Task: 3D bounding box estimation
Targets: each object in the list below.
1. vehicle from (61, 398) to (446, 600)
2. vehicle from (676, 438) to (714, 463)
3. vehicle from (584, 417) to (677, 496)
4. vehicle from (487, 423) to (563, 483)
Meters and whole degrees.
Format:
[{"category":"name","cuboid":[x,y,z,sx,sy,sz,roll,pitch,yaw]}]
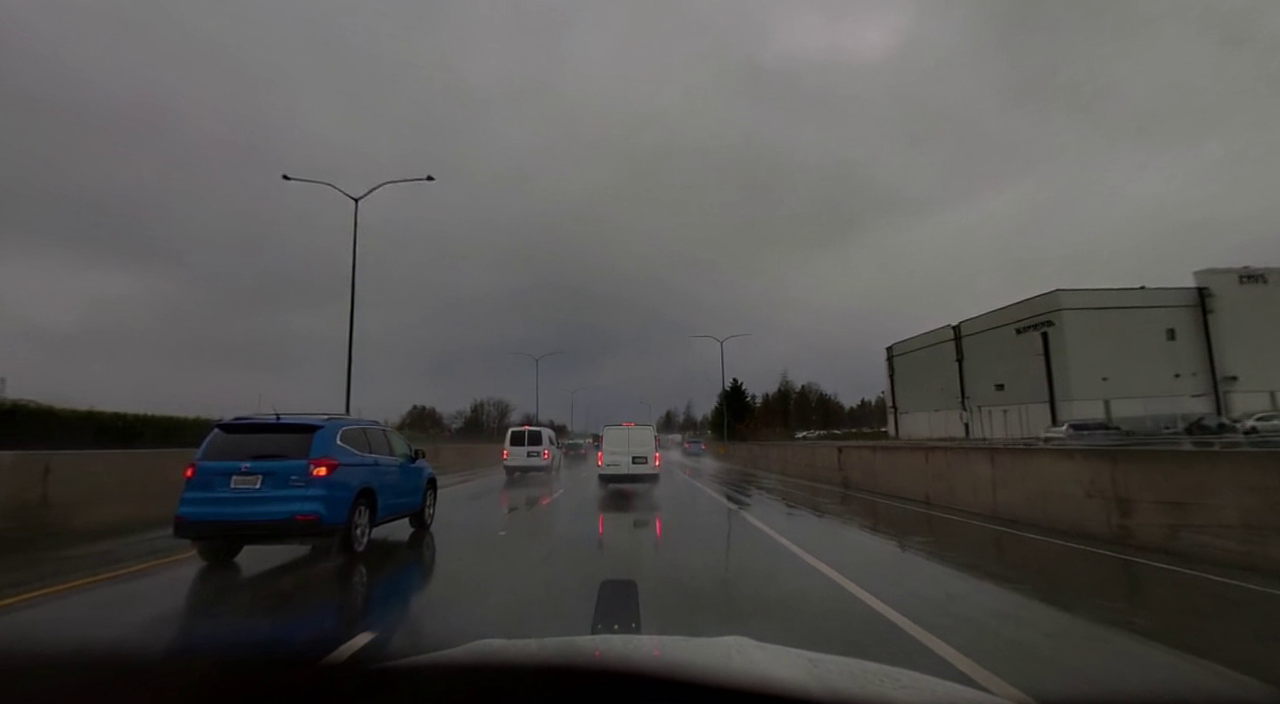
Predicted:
[{"category":"vehicle","cuboid":[-3.992,1.562,7.638,1.972,1.703,4.333,0,-8,-1]},{"category":"vehicle","cuboid":[3.600,6.490,41.621,1.999,1.494,3.833,0,-8,-3]},{"category":"vehicle","cuboid":[-0.298,2.902,17.883,2.304,1.925,4.282,0,-8,-1]},{"category":"vehicle","cuboid":[-4.095,3.666,23.119,2.038,1.936,4.300,0,-8,-1]}]
